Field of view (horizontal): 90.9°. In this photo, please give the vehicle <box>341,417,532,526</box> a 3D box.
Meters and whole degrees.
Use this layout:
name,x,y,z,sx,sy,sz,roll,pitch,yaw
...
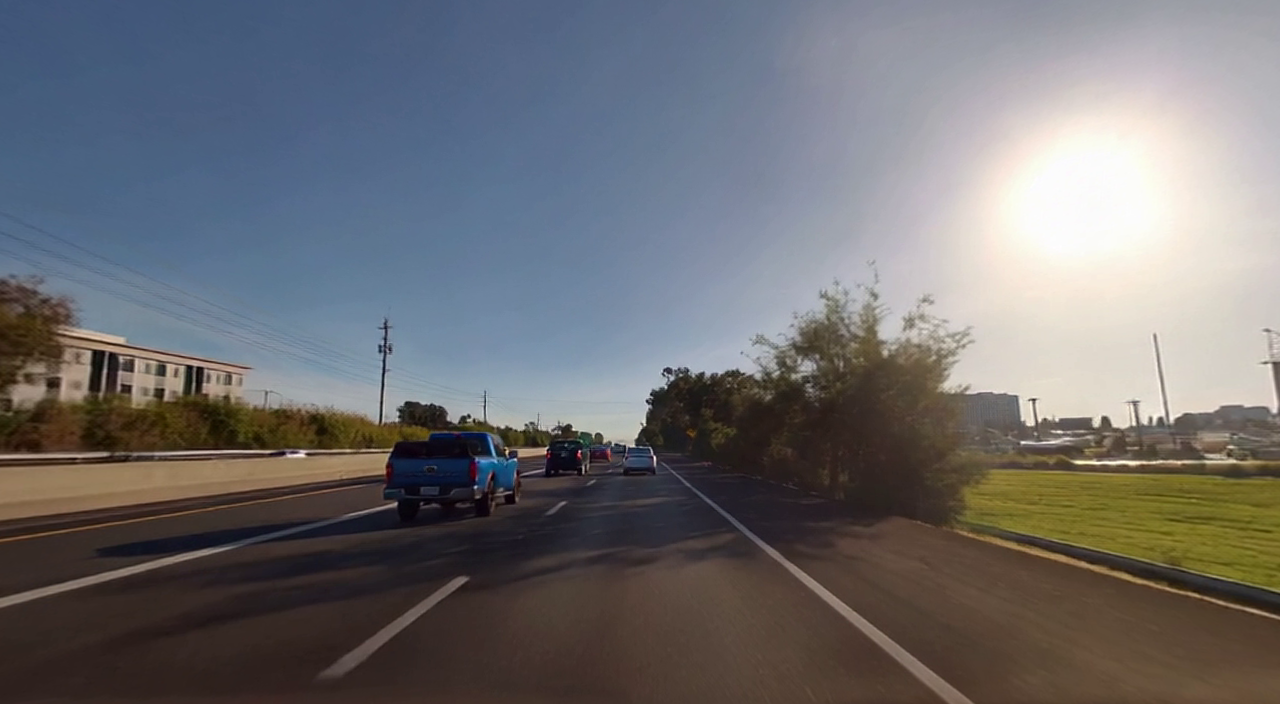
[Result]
name,x,y,z,sx,sy,sz,roll,pitch,yaw
vehicle,-3.956,2.439,13.529,2.198,1.848,5.346,-1,-8,1

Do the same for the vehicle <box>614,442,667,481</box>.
name,x,y,z,sx,sy,sz,roll,pitch,yaw
vehicle,-0.002,4.559,26.552,2.047,1.473,3.978,0,-8,-1

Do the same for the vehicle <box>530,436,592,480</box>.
name,x,y,z,sx,sy,sz,roll,pitch,yaw
vehicle,-3.472,4.751,28.612,2.133,1.789,4.518,-1,-8,1

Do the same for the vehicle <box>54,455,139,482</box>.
name,x,y,z,sx,sy,sz,roll,pitch,yaw
vehicle,-39.286,8.414,45.758,1.918,1.723,4.762,0,-8,0
